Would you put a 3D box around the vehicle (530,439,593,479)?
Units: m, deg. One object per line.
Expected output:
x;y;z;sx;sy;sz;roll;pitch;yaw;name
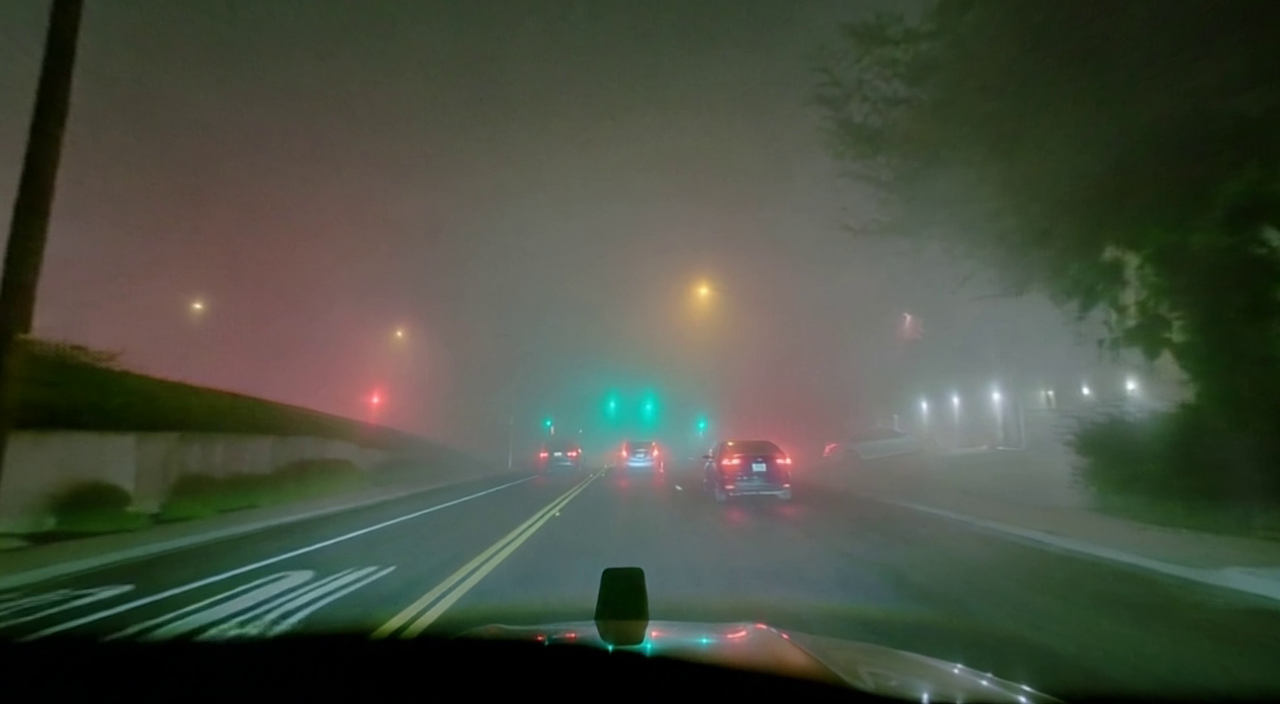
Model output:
-3.205;4.466;26.581;2.012;1.505;4.205;0;-8;1;vehicle

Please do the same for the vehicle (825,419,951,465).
13.780;5.044;35.342;5.929;1.970;2.381;-5;-8;-2;vehicle

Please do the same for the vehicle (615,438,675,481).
0.172;4.095;24.348;2.101;1.467;4.210;0;-8;0;vehicle

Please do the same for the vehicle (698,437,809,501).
2.899;3.099;17.191;2.158;1.483;4.415;0;-8;0;vehicle
